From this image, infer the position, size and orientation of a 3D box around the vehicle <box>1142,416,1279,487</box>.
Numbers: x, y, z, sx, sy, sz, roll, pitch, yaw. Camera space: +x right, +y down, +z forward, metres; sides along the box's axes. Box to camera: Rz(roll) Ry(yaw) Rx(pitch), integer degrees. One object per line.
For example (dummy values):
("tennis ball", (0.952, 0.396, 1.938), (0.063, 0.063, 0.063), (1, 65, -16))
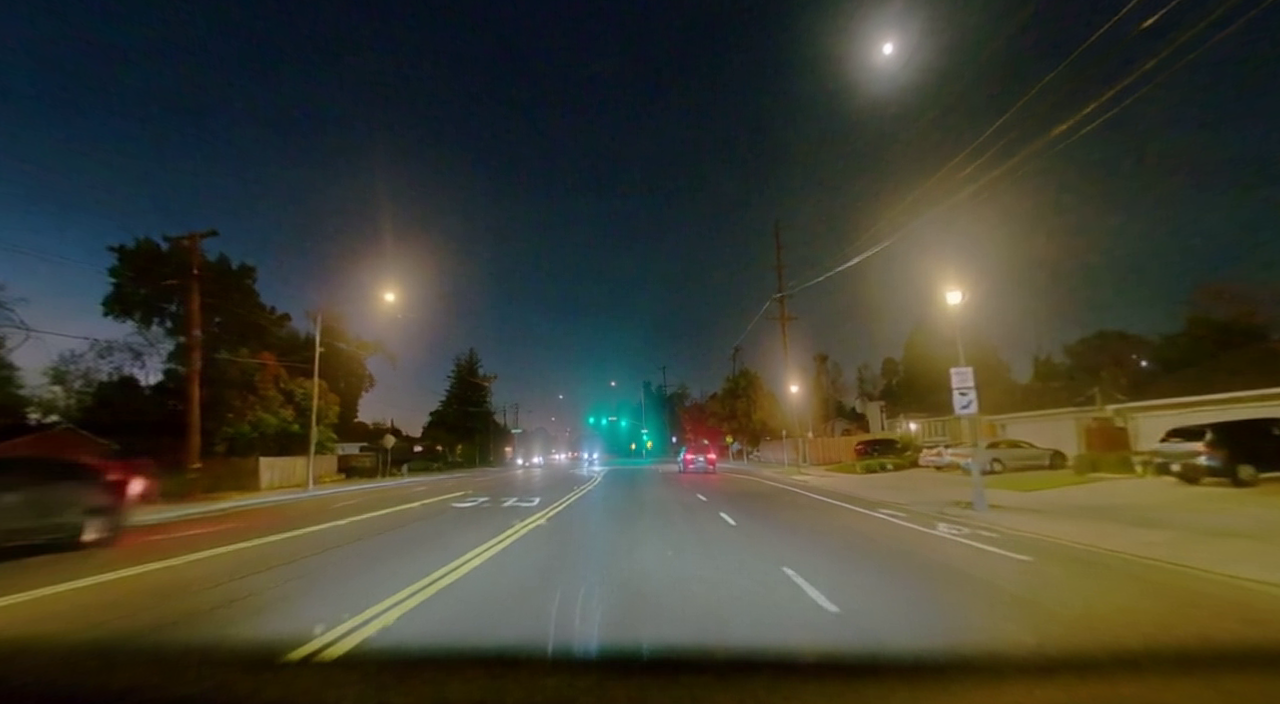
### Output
("vehicle", (16.429, 2.580, 16.588), (4.329, 1.682, 2.240), (-2, -10, 2))

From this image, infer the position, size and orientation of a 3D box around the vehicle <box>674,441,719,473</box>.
("vehicle", (3.394, 6.501, 39.085), (2.144, 1.843, 4.827), (0, -9, -2))

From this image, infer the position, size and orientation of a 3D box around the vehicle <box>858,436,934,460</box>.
("vehicle", (18.694, 7.015, 46.109), (4.766, 1.493, 2.076), (-8, -11, 29))

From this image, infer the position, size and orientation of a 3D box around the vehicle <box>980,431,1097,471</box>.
("vehicle", (16.009, 4.016, 25.648), (1.747, 1.405, 4.372), (-2, -9, -2))

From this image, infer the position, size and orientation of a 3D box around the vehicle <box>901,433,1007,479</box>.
("vehicle", (12.303, 4.122, 25.112), (1.970, 1.561, 4.725), (-2, -9, 3))

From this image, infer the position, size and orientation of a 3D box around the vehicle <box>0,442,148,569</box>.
("vehicle", (-9.395, 2.043, 8.245), (2.179, 1.613, 4.516), (-3, -9, 2))
